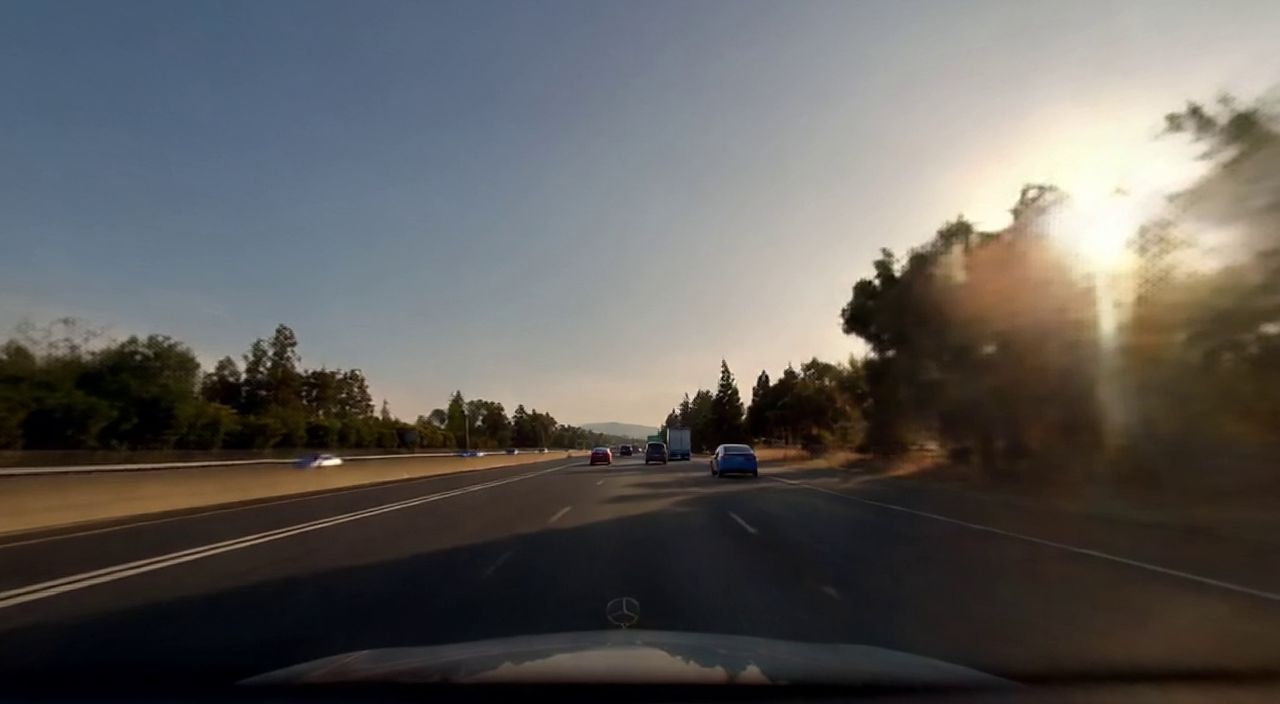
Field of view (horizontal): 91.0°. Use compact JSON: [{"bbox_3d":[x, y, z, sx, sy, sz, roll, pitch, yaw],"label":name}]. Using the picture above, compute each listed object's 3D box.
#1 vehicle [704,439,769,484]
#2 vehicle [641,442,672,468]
[{"bbox_3d":[4.017,4.646,26.989,2.082,1.720,4.393,0,-9,0],"label":"vehicle"},{"bbox_3d":[1.153,7.533,46.102,2.205,1.785,4.423,0,-9,0],"label":"vehicle"}]
